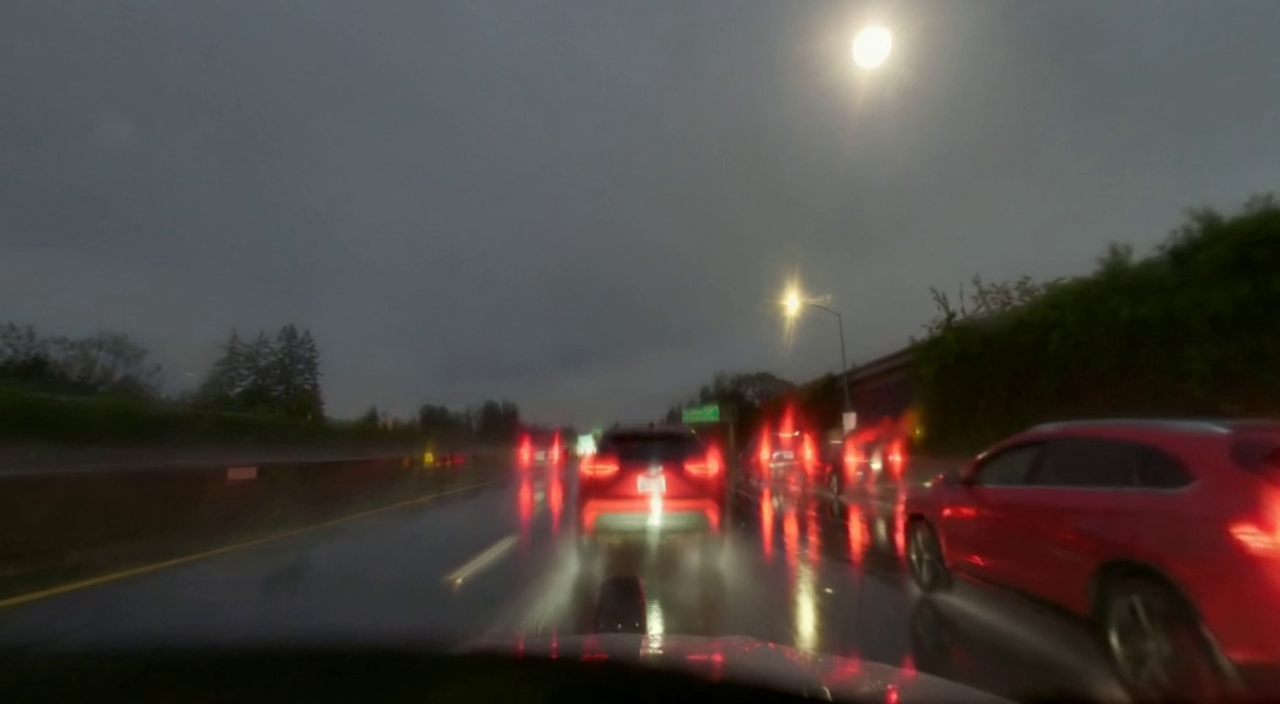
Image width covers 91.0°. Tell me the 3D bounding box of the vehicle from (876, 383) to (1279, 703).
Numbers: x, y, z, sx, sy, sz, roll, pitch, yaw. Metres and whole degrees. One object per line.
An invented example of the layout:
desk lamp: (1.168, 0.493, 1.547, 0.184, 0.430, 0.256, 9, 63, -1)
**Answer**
vehicle: (3.389, 1.155, 4.013, 2.028, 1.534, 4.691, 0, -9, 1)

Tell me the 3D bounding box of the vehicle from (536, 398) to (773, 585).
vehicle: (0.026, 1.620, 7.997, 2.230, 1.740, 3.976, 1, -9, -3)

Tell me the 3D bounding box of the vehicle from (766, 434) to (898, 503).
vehicle: (5.121, 3.167, 17.536, 1.972, 1.647, 4.429, 1, -9, -4)
